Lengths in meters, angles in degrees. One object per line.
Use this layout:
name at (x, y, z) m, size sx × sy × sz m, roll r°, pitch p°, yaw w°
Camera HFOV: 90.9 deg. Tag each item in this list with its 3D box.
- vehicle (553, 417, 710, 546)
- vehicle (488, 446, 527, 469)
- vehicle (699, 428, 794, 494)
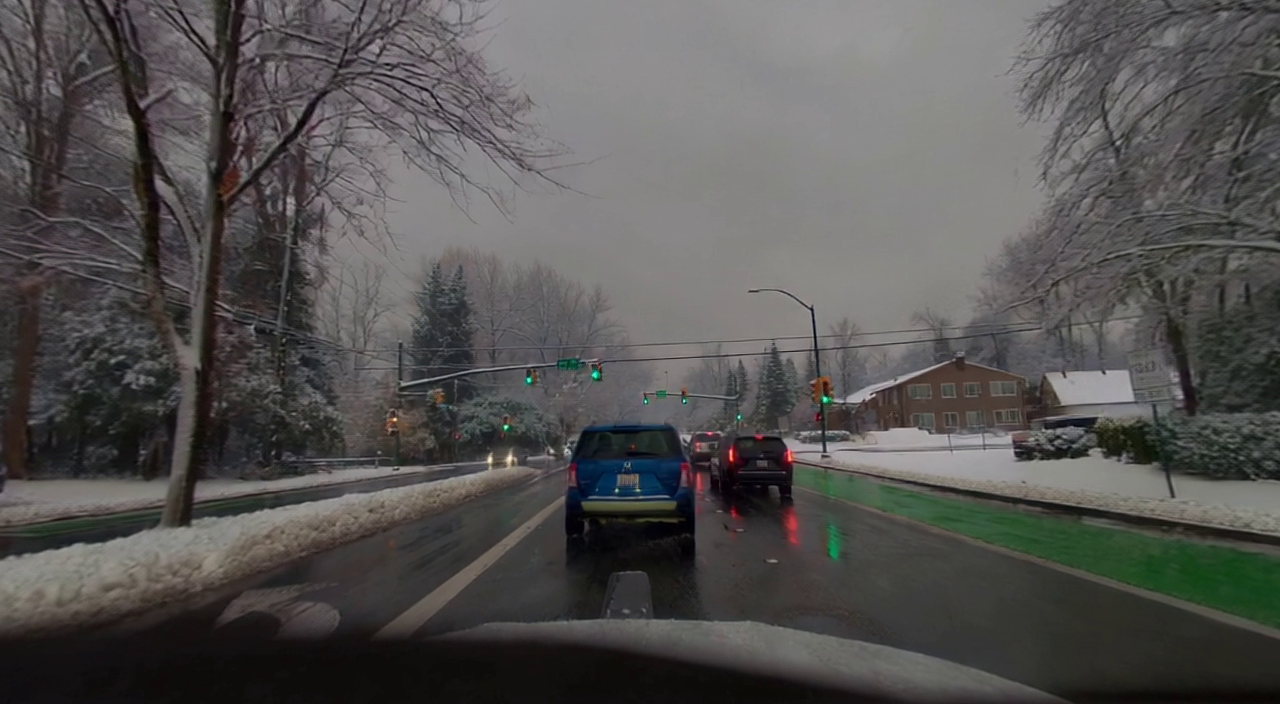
vehicle at (-0.099, 2.060, 10.587) m, size 2.109 × 1.730 × 3.963 m, roll 0°, pitch -8°, yaw 1°
vehicle at (-9.971, 7.975, 47.852) m, size 1.886 × 1.666 × 4.575 m, roll 0°, pitch -8°, yaw 1°
vehicle at (3.201, 3.400, 19.993) m, size 2.189 × 1.815 × 4.495 m, roll 0°, pitch -8°, yaw 0°
